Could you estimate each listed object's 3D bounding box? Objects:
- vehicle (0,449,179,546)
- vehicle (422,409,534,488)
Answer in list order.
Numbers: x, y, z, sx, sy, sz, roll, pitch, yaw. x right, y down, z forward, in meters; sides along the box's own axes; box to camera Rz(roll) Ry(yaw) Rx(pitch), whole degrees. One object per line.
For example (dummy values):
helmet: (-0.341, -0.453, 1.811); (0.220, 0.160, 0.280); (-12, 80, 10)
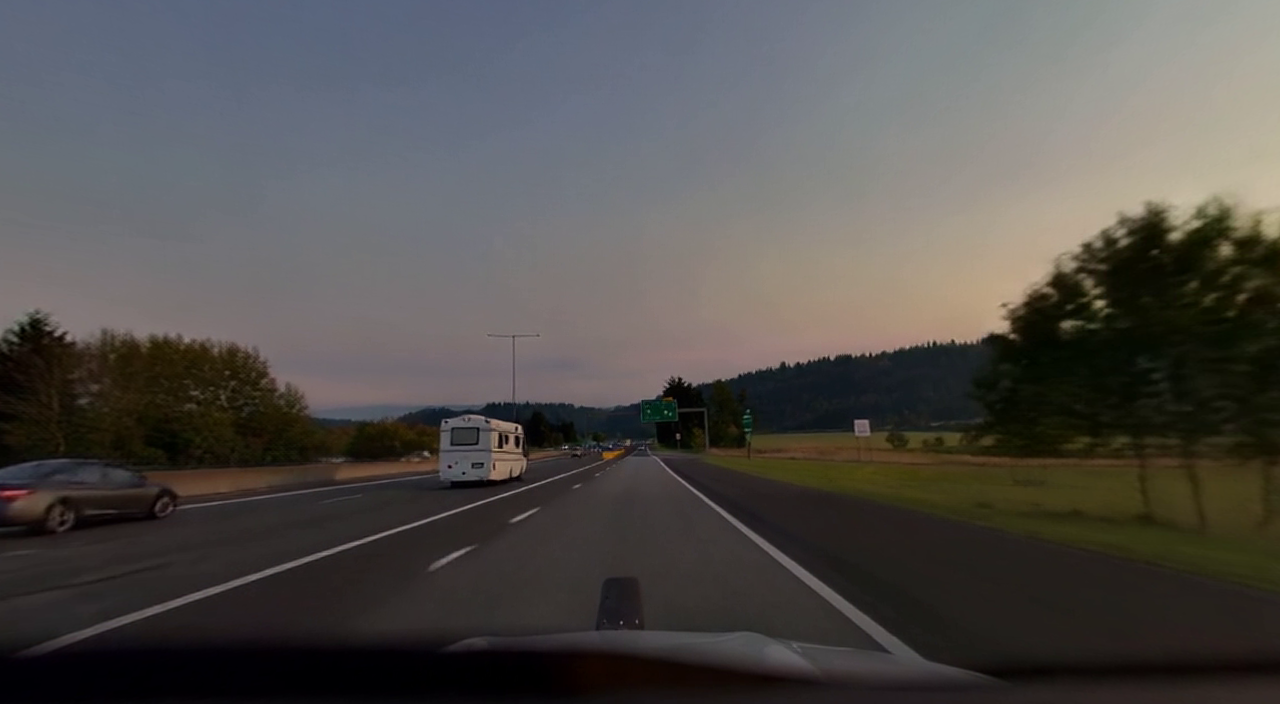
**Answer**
vehicle: (-10.757, 2.435, 10.977); (1.922, 1.448, 4.638); (0, -9, 0)
vehicle: (-6.769, 4.212, 27.648); (2.747, 2.934, 7.411); (0, -9, 2)
